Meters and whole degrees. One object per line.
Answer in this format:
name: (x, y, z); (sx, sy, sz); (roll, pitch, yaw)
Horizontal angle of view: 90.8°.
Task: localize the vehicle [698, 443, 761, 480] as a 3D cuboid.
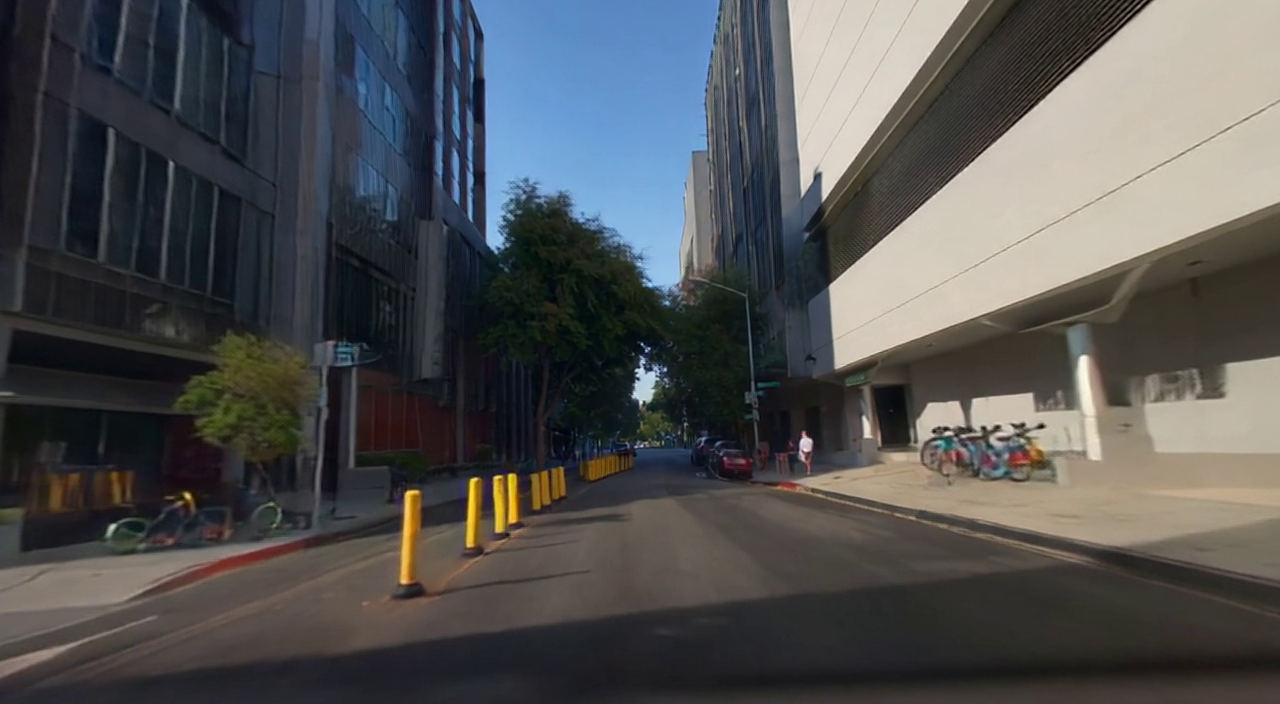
vehicle: (3.804, 4.708, 27.515); (2.020, 1.448, 4.220); (-1, -8, -1)
